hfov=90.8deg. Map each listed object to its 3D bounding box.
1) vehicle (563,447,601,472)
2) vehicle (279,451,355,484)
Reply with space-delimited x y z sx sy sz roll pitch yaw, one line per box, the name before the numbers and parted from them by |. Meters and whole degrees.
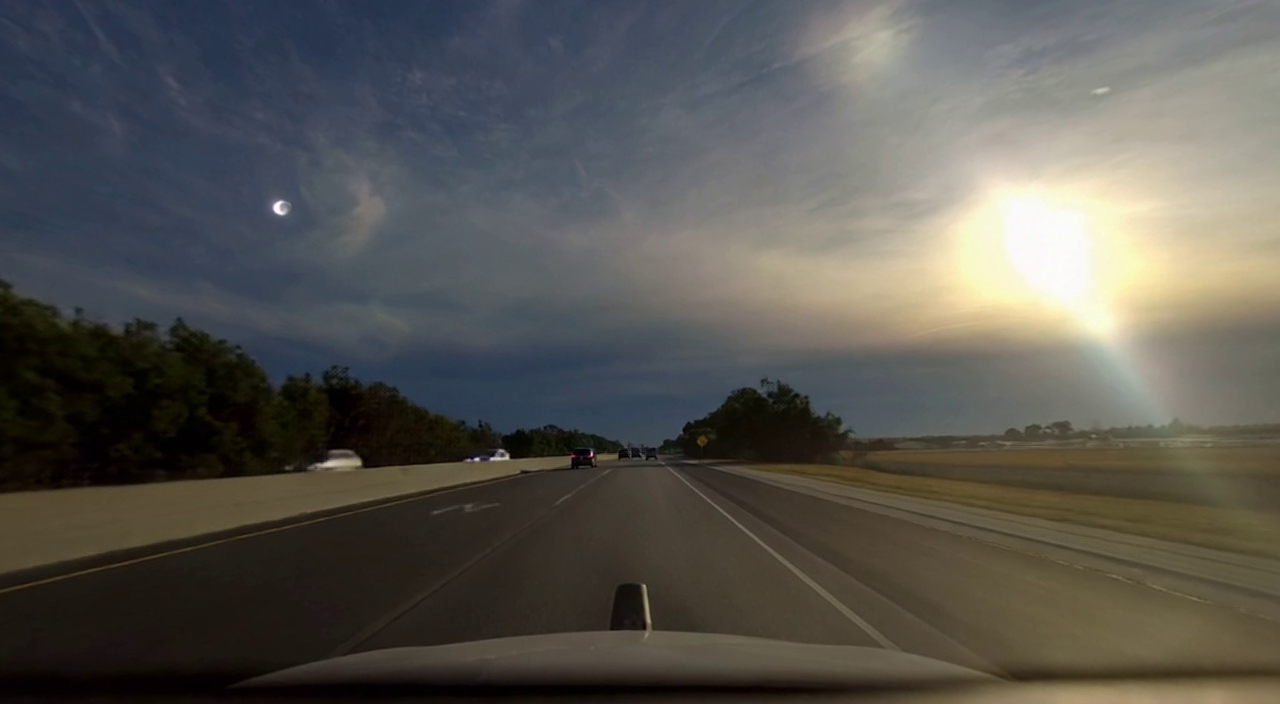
vehicle | -4.100 7.709 45.582 2.188 1.692 4.623 0 -9 2
vehicle | -15.998 5.692 31.431 1.722 1.482 3.797 0 -9 1
